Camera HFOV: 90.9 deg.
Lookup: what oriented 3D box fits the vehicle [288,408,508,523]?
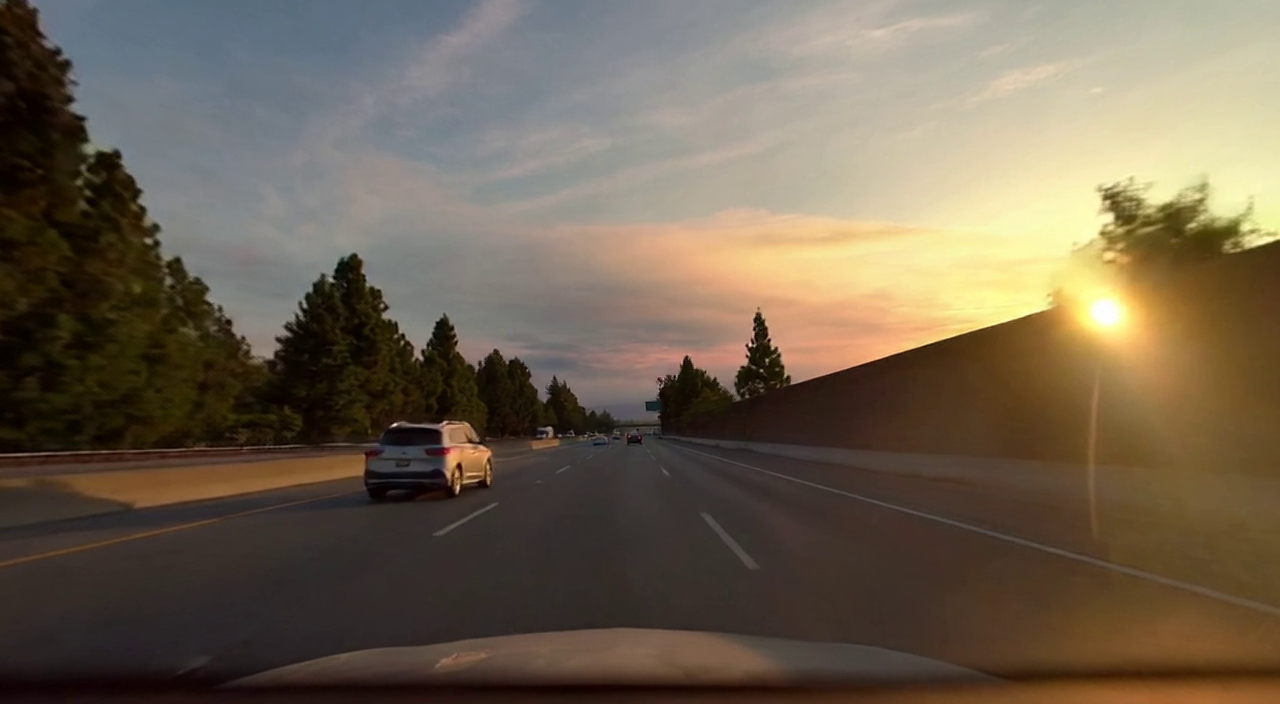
[{"bbox_3d":[-4.154,2.025,11.901,2.306,1.730,4.606,0,-8,0],"label":"vehicle"}]
